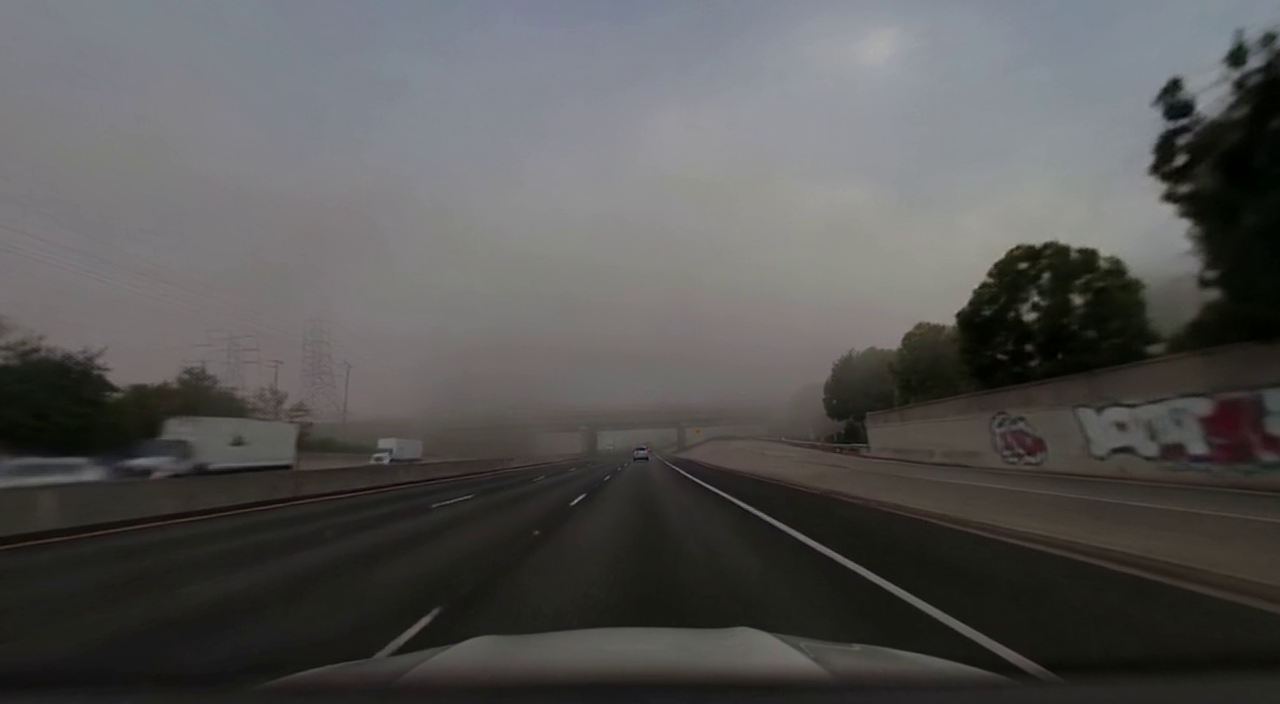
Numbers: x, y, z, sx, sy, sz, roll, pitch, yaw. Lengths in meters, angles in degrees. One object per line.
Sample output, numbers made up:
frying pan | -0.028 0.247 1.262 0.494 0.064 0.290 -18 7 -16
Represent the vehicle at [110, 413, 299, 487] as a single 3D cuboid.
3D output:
vehicle | -24.446 5.710 36.566 3.177 3.622 10.760 0 -9 0
